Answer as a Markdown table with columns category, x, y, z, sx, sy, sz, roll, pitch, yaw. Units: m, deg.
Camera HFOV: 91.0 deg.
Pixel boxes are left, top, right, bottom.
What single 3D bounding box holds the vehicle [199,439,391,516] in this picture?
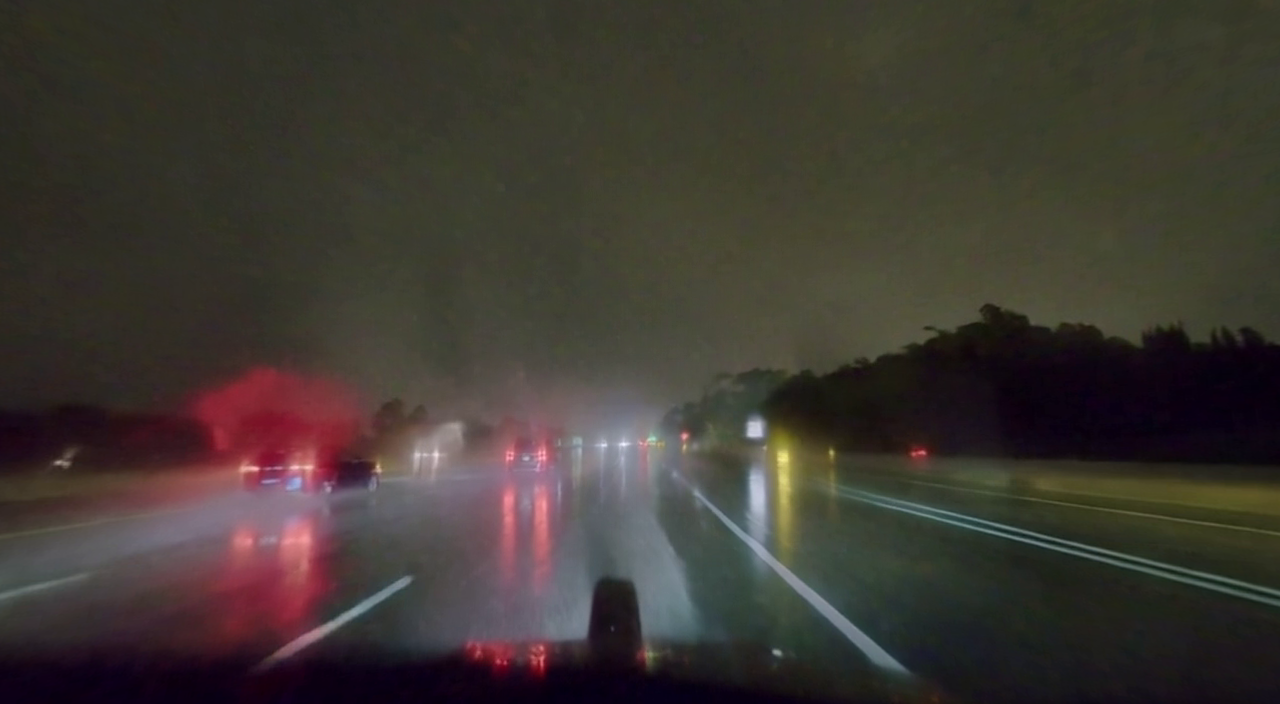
| category | x | y | z | sx | sy | sz | roll | pitch | yaw |
| --- | --- | --- | --- | --- | --- | --- | --- | --- | --- |
| vehicle | -7.925 | 2.872 | 15.141 | 1.924 | 1.519 | 4.791 | 0 | -8 | 0 |

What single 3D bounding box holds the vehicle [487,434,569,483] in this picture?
| category | x | y | z | sx | sy | sz | roll | pitch | yaw |
| --- | --- | --- | --- | --- | --- | --- | --- | --- | --- |
| vehicle | -4.155 | 4.015 | 24.232 | 2.200 | 1.662 | 5.091 | 0 | -8 | 0 |
